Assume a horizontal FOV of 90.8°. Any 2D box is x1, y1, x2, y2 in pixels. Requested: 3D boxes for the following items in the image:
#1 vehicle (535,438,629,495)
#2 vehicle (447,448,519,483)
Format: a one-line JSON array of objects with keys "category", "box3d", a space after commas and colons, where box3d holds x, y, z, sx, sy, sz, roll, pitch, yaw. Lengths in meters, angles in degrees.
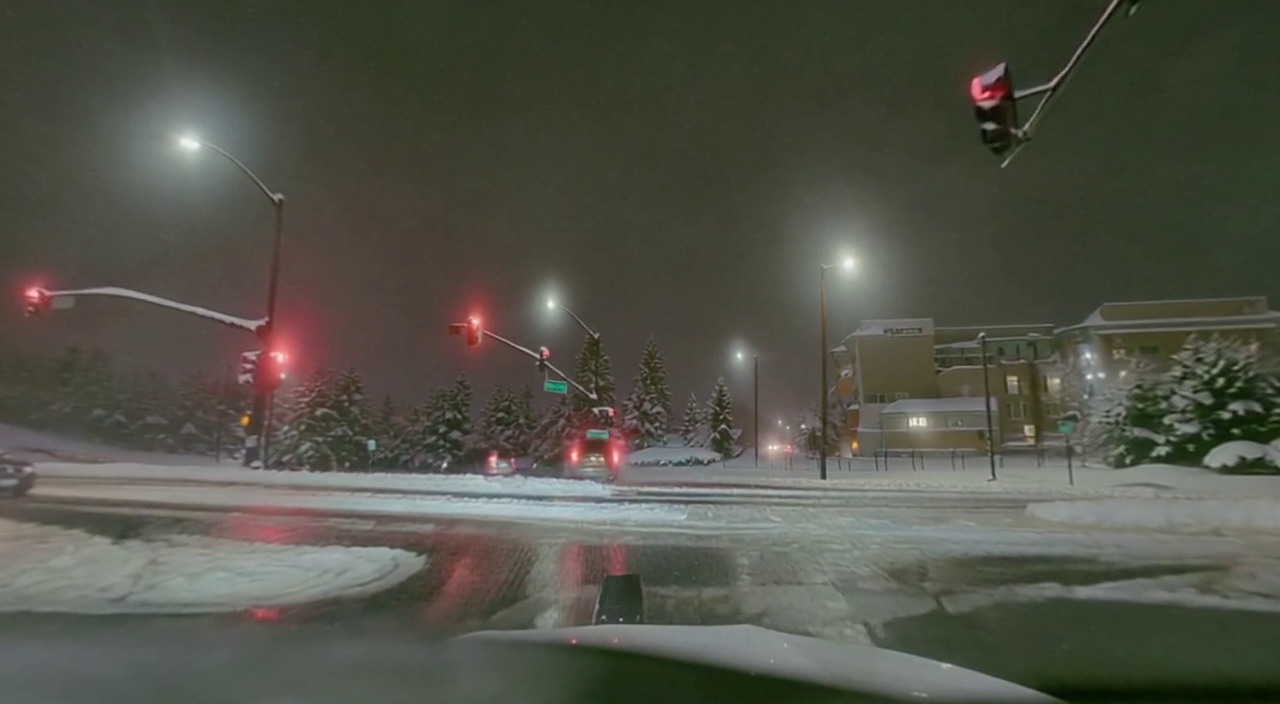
[{"category": "vehicle", "box3d": [-1.878, 3.436, 19.335, 2.048, 1.516, 3.874, 3, -9, -18]}, {"category": "vehicle", "box3d": [-7.984, 5.692, 31.916, 2.007, 1.605, 3.852, 7, -11, -39]}]
